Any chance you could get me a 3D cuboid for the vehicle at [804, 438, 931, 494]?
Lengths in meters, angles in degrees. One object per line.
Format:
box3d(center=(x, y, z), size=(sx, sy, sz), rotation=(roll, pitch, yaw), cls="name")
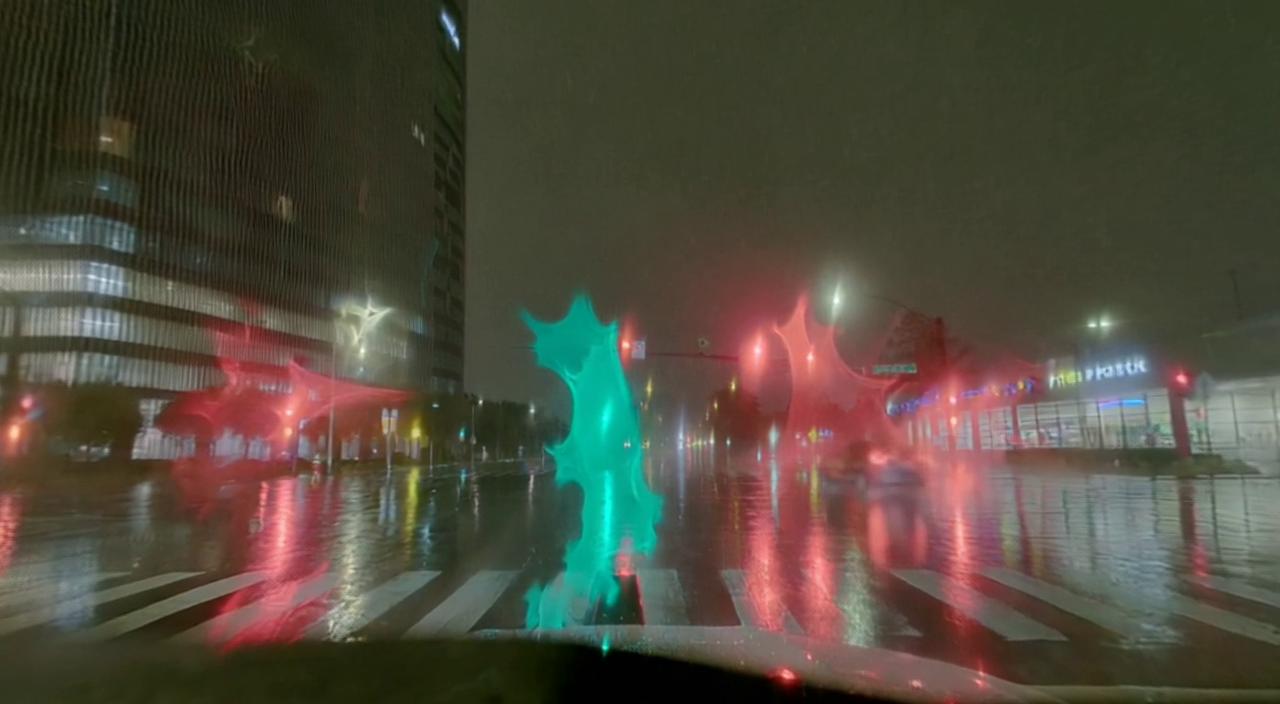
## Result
box3d(center=(6.578, 3.339, 18.906), size=(1.988, 1.466, 4.529), rotation=(0, -8, -2), cls="vehicle")
